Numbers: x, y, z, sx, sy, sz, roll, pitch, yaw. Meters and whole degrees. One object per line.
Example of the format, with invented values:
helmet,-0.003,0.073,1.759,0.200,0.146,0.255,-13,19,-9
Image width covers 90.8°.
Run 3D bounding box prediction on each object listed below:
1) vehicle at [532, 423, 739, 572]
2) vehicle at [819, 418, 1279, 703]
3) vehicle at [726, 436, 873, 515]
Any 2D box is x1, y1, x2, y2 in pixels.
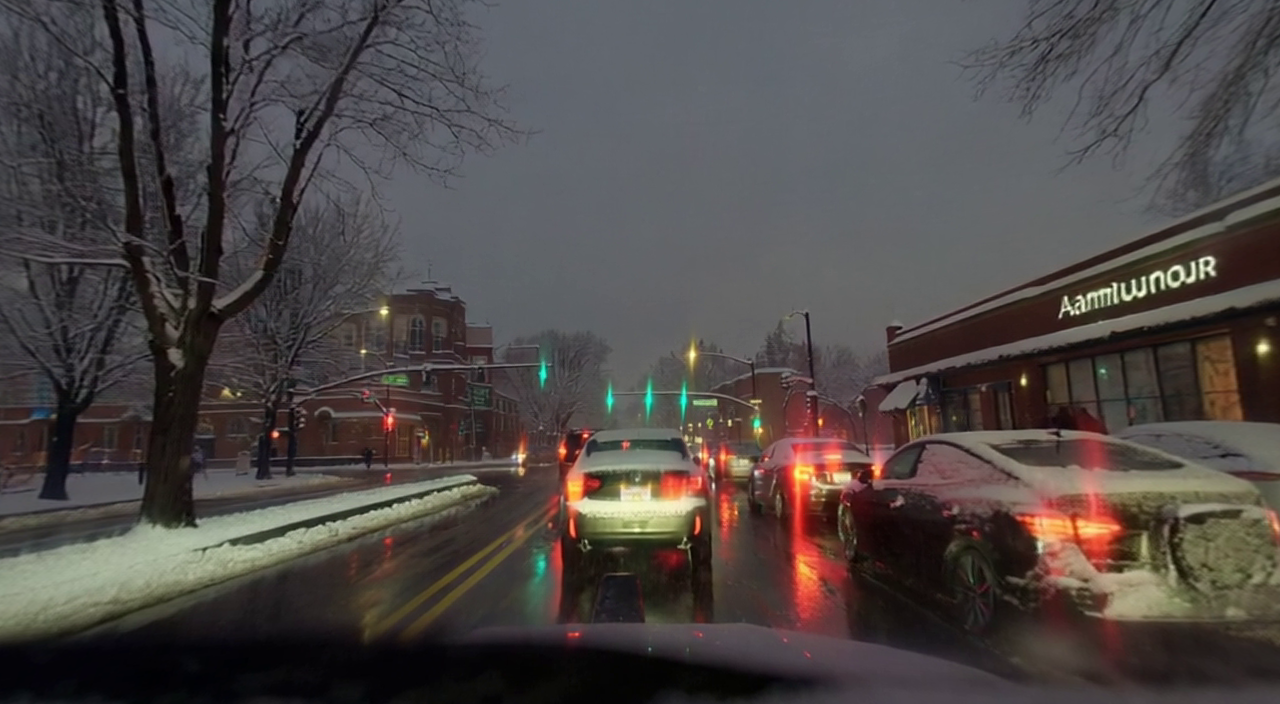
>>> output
vehicle,-0.079,1.798,8.567,2.118,1.512,4.013,0,-9,-1
vehicle,3.232,1.421,5.596,1.912,1.454,4.537,0,-9,-1
vehicle,3.325,2.680,14.229,1.996,1.469,4.495,0,-9,-2
